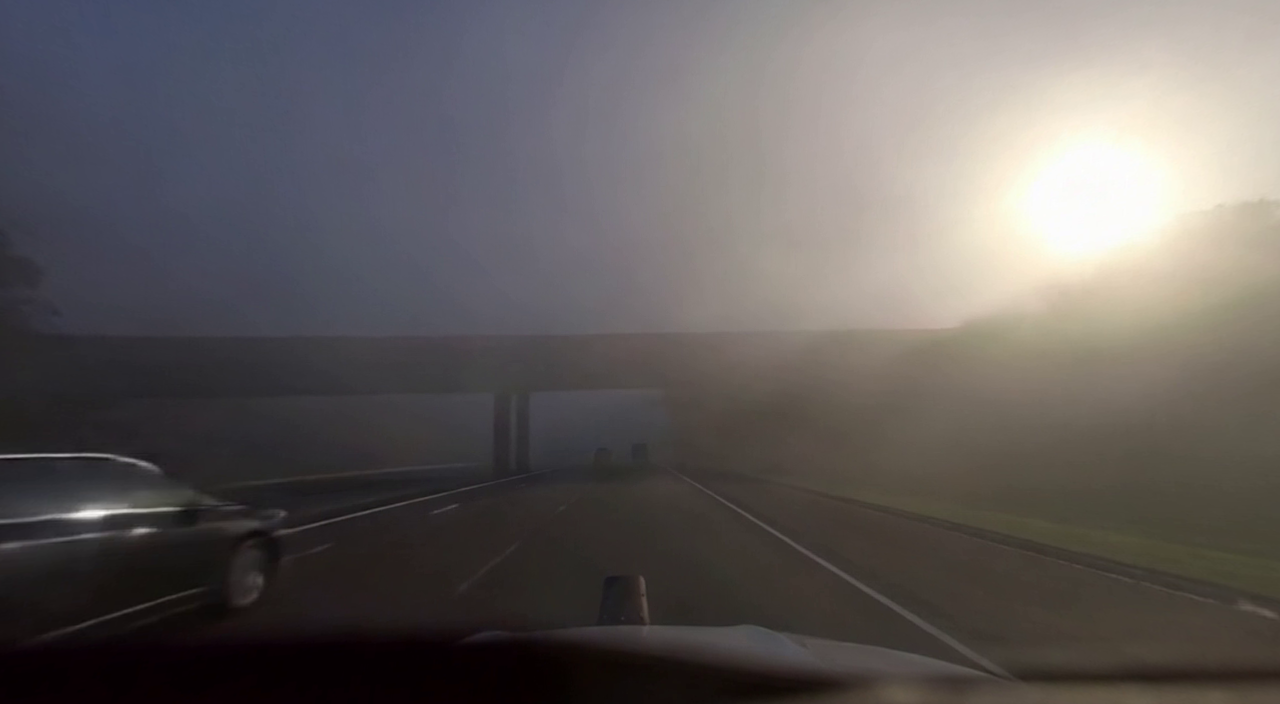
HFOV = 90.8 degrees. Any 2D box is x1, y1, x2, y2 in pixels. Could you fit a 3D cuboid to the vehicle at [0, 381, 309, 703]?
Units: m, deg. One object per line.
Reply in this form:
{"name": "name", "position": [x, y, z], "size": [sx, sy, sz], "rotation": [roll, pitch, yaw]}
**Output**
{"name": "vehicle", "position": [-4.111, 1.038, 3.485], "size": [2.076, 1.637, 4.526], "rotation": [0, -9, 0]}
